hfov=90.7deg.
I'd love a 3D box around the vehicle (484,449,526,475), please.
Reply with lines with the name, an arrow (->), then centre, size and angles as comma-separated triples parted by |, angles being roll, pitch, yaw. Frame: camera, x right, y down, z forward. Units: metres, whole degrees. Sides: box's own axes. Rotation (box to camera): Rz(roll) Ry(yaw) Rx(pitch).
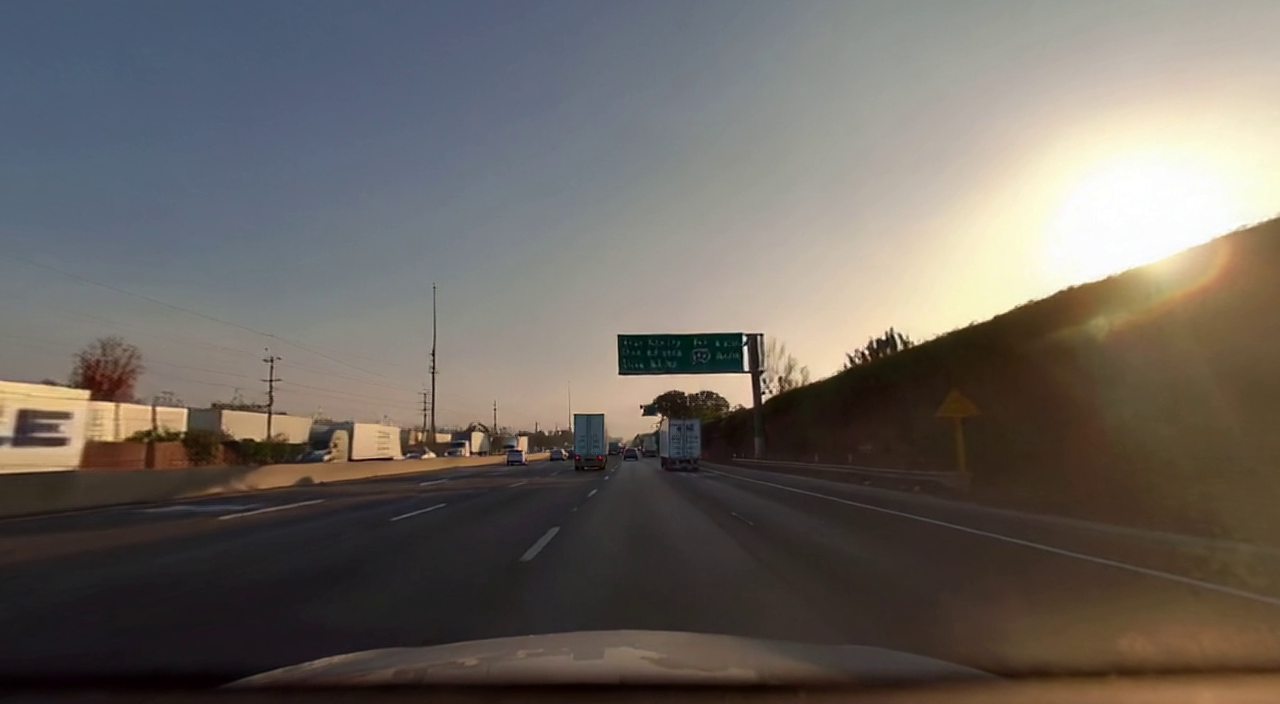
vehicle -> -9.175, 7.489, 43.439 | 2.132, 1.679, 4.045 | 0, -9, -2

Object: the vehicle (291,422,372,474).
vehicle -> -23.425, 7.332, 48.427 | 3.021, 3.620, 6.267 | 0, -9, -1

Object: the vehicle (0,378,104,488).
vehicle -> -23.375, 2.406, 19.318 | 2.759, 3.747, 13.134 | 0, -9, -1
